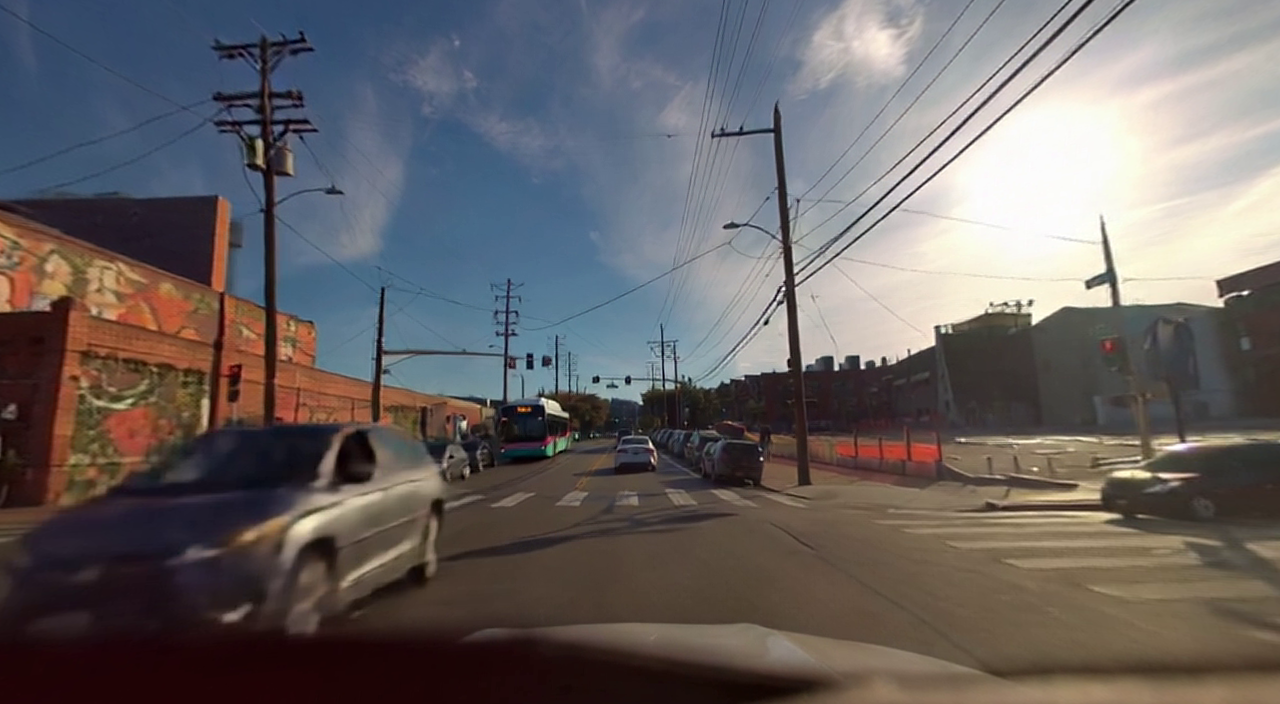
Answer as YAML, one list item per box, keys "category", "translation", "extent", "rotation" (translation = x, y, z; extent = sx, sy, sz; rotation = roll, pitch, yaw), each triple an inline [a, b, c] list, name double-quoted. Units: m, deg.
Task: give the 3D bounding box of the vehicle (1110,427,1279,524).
- category: "vehicle"
  translation: [11.992, 2.265, 11.895]
  extent: [4.576, 1.650, 1.980]
  rotation: [-1, -8, 3]

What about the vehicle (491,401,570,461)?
- category: "vehicle"
  translation: [-6.757, 5.307, 41.405]
  extent: [3.297, 3.342, 12.875]
  rotation: [0, -8, -2]

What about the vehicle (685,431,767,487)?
- category: "vehicle"
  translation: [2.893, 3.753, 22.220]
  extent: [2.171, 1.751, 4.373]
  rotation: [0, -10, -1]

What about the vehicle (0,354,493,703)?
- category: "vehicle"
  translation: [-3.412, 1.389, 6.366]
  extent: [2.474, 1.926, 5.823]
  rotation: [0, -8, 0]

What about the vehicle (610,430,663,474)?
- category: "vehicle"
  translation: [-0.204, 4.374, 27.895]
  extent: [2.190, 1.783, 4.048]
  rotation: [0, -8, -2]
